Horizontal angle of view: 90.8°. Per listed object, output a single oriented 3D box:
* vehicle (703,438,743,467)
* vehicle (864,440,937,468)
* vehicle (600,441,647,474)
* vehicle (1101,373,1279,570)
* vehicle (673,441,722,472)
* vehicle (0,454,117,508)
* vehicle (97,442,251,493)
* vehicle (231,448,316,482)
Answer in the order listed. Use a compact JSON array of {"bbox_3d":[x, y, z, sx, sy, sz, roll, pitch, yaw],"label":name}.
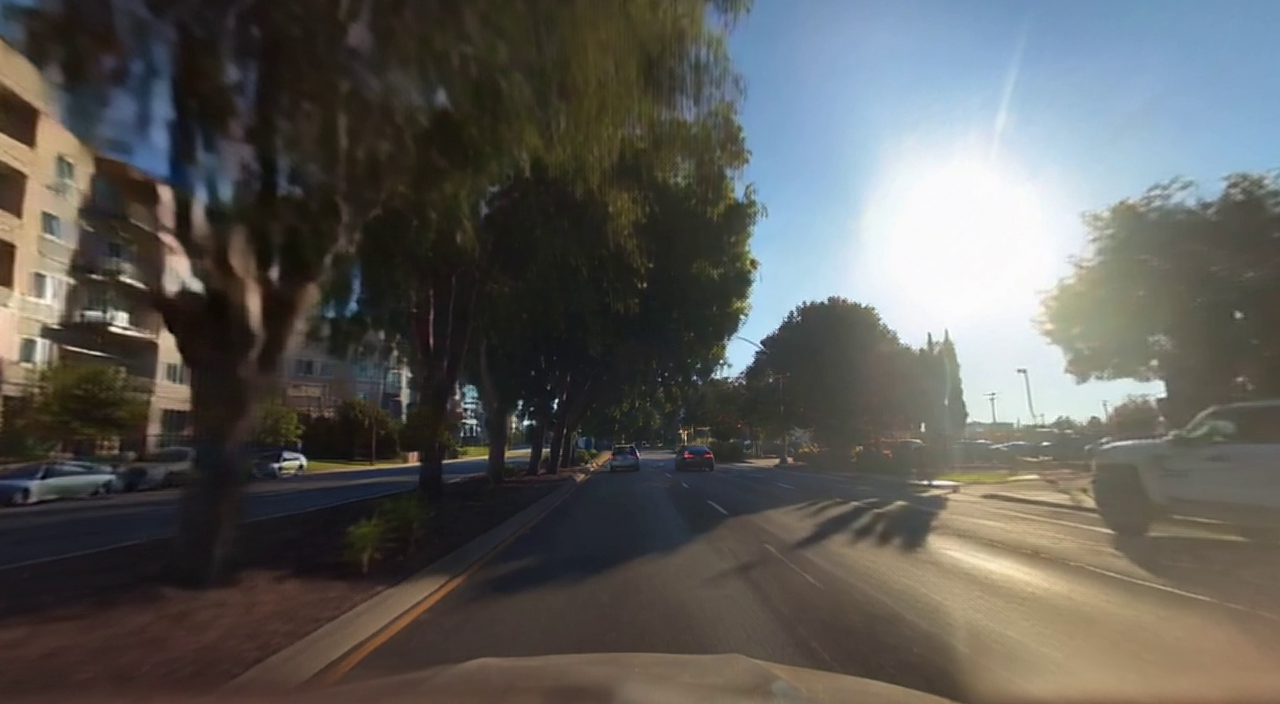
[{"bbox_3d":[6.054,7.362,46.627,2.052,1.990,4.736,0,-8,-2],"label":"vehicle"},{"bbox_3d":[19.862,7.781,48.464,2.150,1.966,5.027,3,-9,-23],"label":"vehicle"},{"bbox_3d":[-0.796,5.001,30.187,2.101,1.444,4.248,0,-8,-2],"label":"vehicle"},{"bbox_3d":[10.232,1.537,8.048,3.082,2.655,7.381,0,-8,0],"label":"vehicle"},{"bbox_3d":[2.980,5.525,33.602,1.993,1.477,4.240,0,-8,-3],"label":"vehicle"},{"bbox_3d":[-19.506,4.025,19.992,1.874,1.483,4.742,0,-8,0],"label":"vehicle"},{"bbox_3d":[-19.464,4.797,26.860,2.241,1.891,5.637,0,-8,0],"label":"vehicle"},{"bbox_3d":[-19.709,6.057,34.250,2.019,1.687,4.484,0,-8,-2],"label":"vehicle"}]
